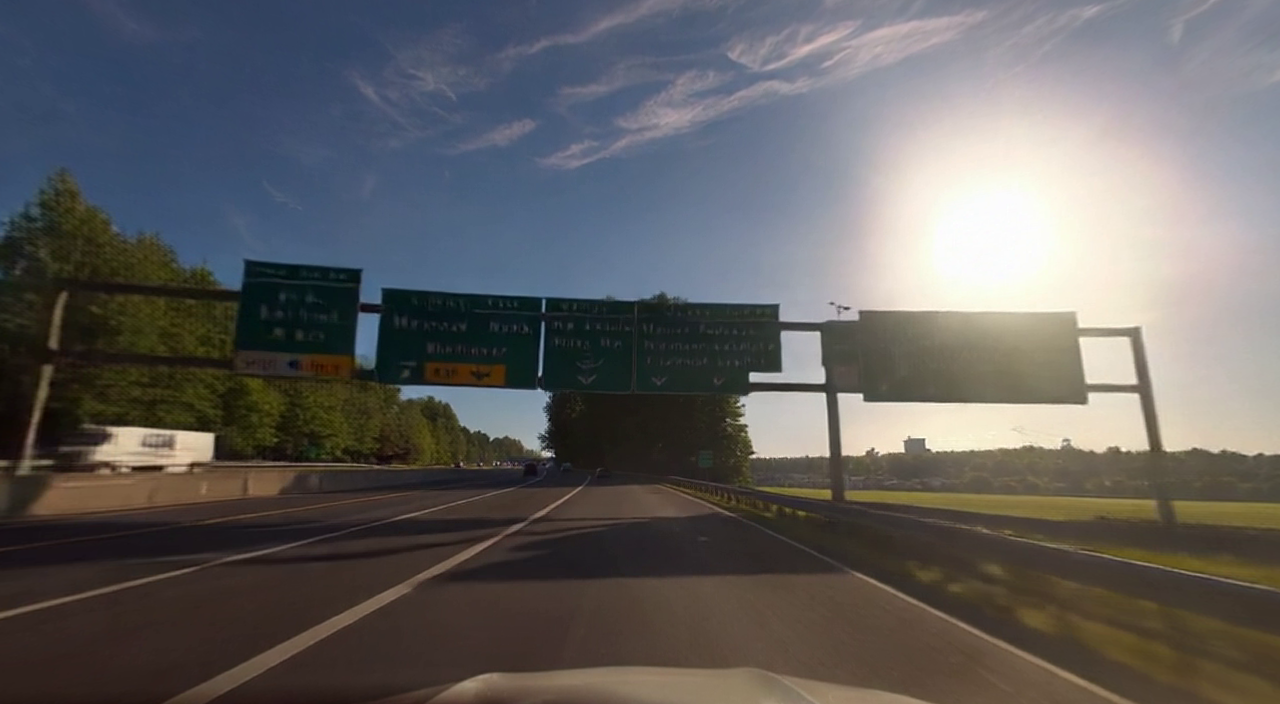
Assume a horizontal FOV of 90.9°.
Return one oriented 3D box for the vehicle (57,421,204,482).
[{"bbox_3d":[-28.465,5.763,35.774,2.477,3.059,7.343,1,-11,-4],"label":"vehicle"}]
